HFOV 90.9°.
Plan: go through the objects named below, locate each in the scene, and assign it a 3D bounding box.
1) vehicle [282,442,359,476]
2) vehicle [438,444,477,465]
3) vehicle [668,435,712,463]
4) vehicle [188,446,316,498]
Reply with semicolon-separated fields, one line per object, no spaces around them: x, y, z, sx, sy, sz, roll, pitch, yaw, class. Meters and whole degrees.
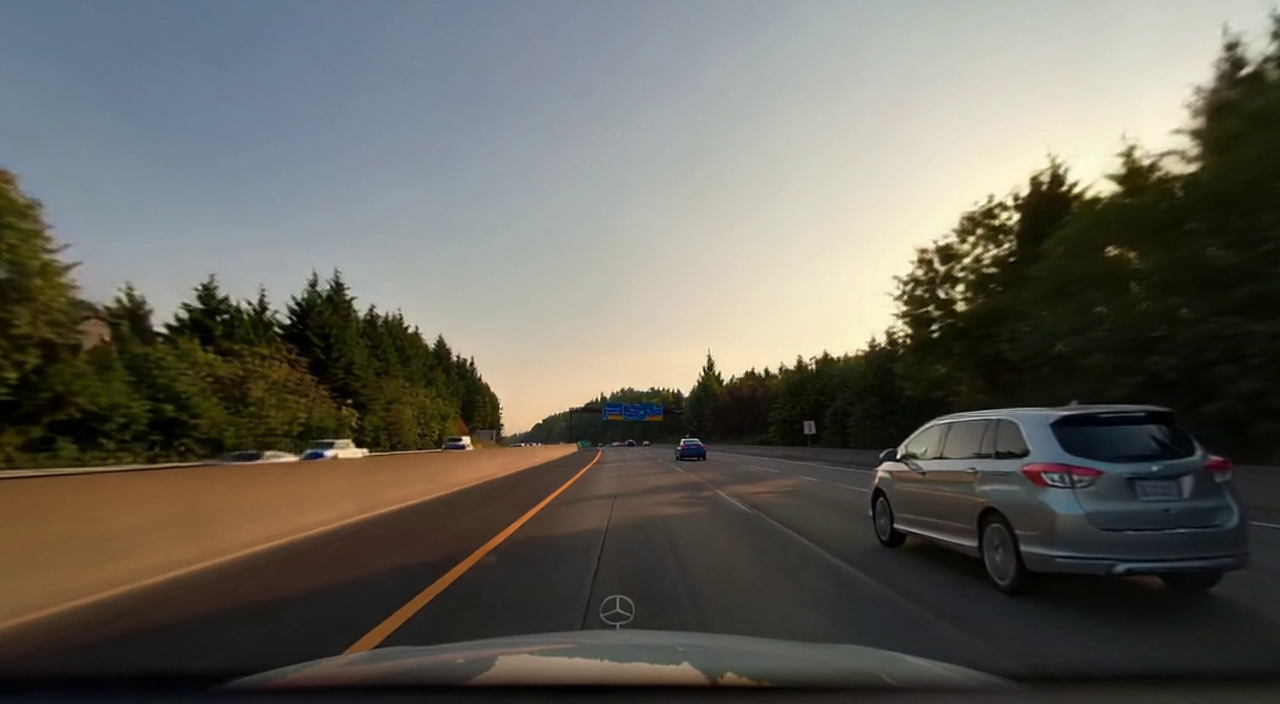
-17.079;5.728;33.972;1.847;1.643;4.549;0;-8;-1;vehicle
-13.570;7.623;46.999;1.966;1.488;3.645;0;-8;-2;vehicle
2.800;5.561;36.277;1.958;1.526;4.227;0;-8;-3;vehicle
-12.836;3.947;21.190;1.820;1.509;3.968;0;-8;-1;vehicle
